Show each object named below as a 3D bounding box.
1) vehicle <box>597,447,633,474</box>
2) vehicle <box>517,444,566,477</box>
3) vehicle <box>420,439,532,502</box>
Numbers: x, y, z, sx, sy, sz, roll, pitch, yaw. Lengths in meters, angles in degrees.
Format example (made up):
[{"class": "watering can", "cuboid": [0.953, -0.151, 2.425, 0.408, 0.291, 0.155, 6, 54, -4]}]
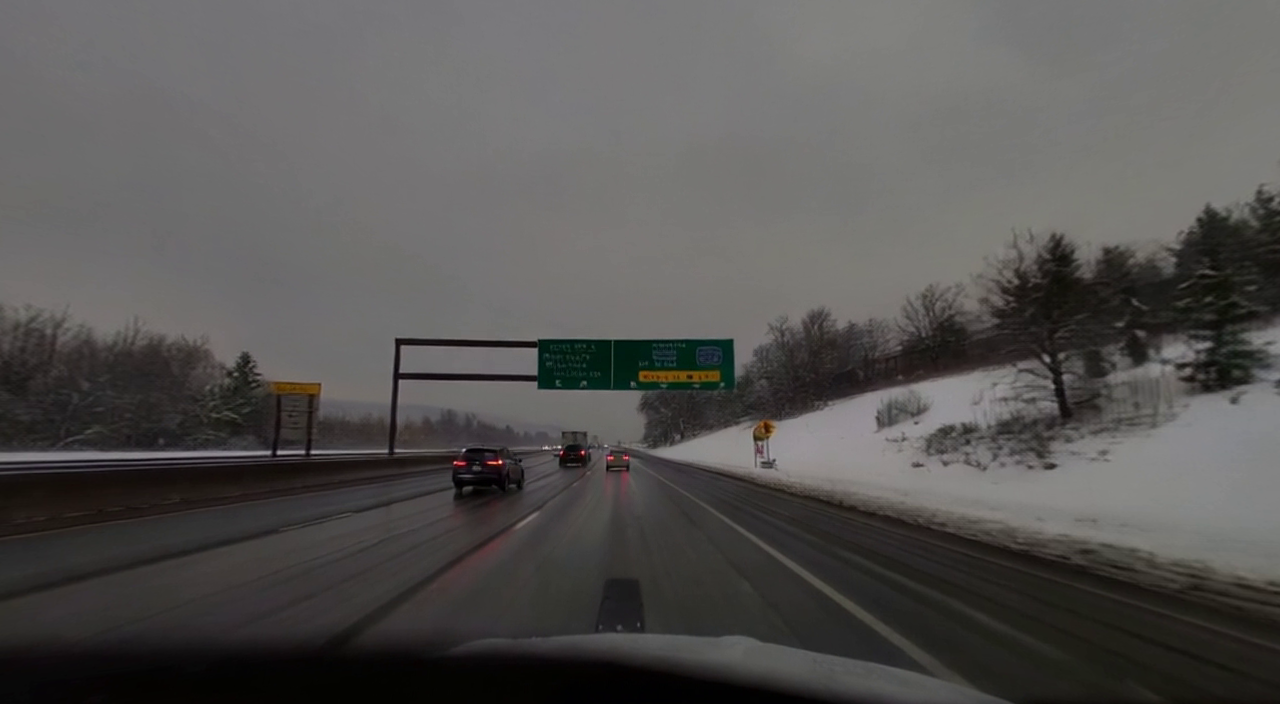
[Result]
[{"class": "vehicle", "cuboid": [-1.486, 6.245, 36.487, 1.988, 1.440, 4.201, 0, -9, -3]}, {"class": "vehicle", "cuboid": [-5.241, 5.819, 34.085, 2.118, 1.624, 4.032, 0, -9, -1]}, {"class": "vehicle", "cuboid": [-4.664, 3.436, 18.650, 2.208, 1.619, 4.162, 0, -9, -1]}]
